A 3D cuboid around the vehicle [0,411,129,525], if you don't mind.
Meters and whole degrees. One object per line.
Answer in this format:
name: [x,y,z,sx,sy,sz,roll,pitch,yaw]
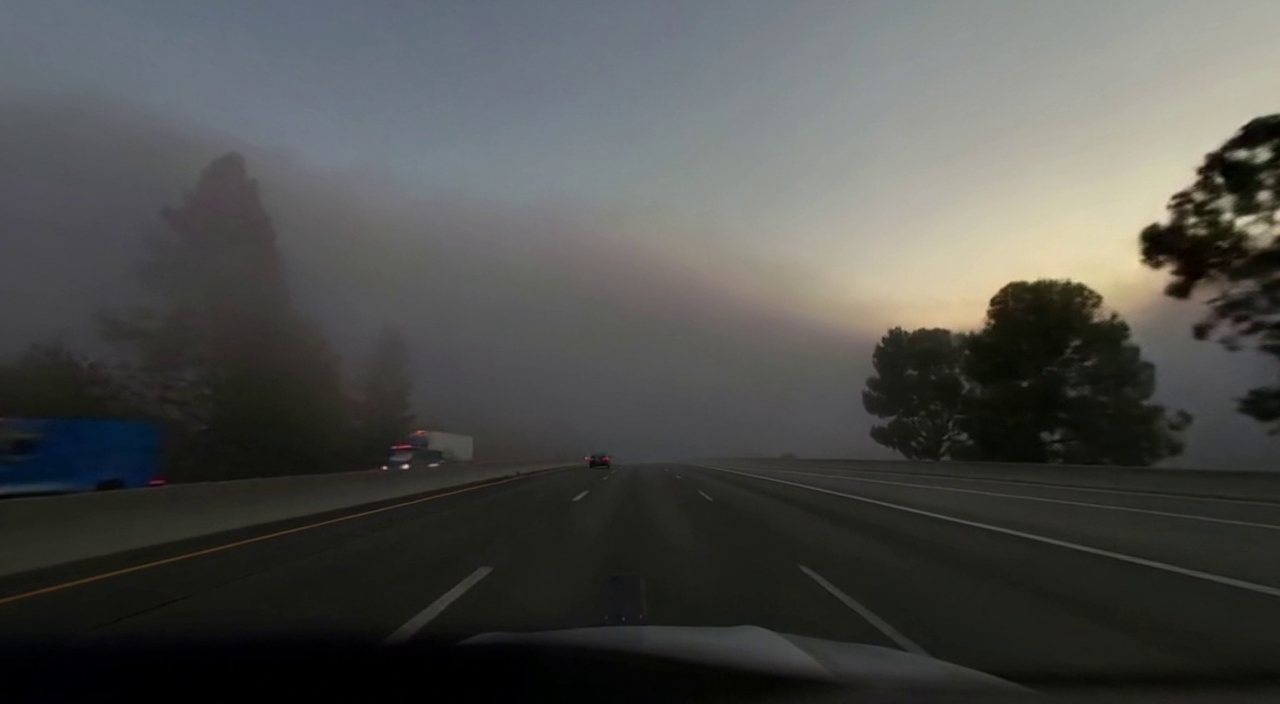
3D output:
vehicle: [-16.145,2.762,15.040,2.400,2.633,6.390,0,-9,0]
